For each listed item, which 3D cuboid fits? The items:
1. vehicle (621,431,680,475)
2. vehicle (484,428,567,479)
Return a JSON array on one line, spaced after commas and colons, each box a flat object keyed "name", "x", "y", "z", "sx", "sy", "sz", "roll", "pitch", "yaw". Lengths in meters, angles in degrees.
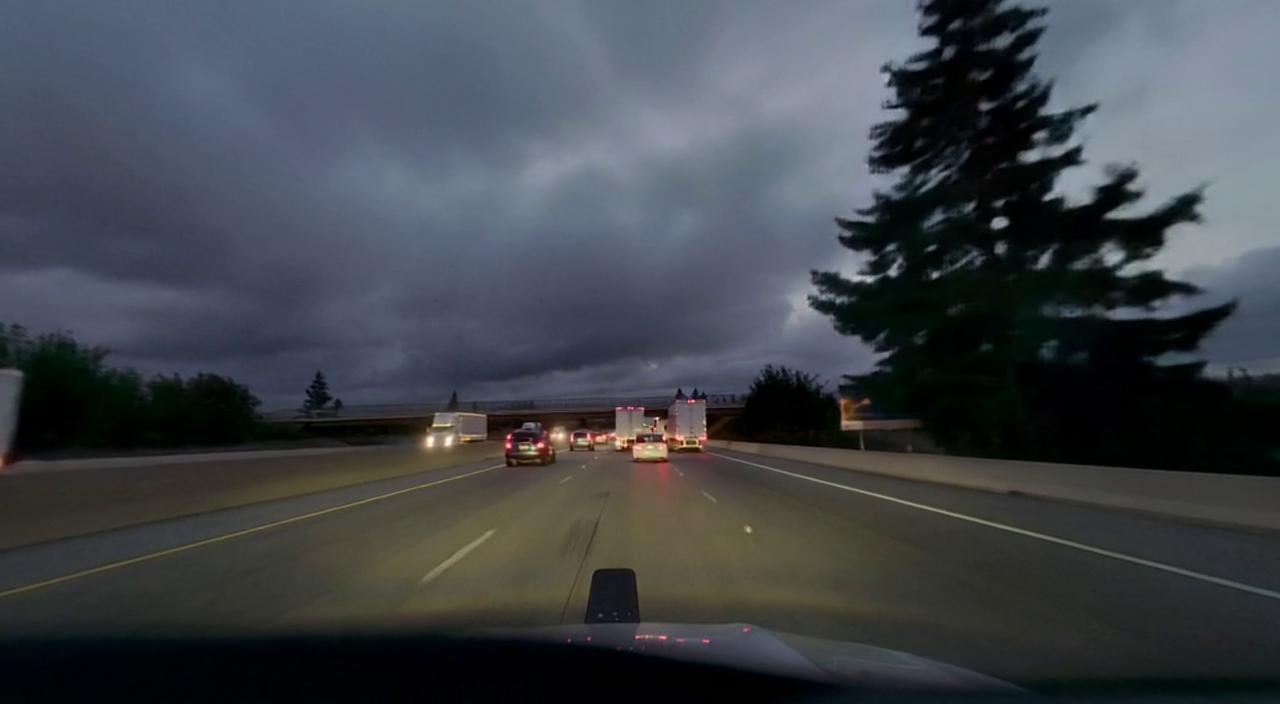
[{"name": "vehicle", "x": 0.322, "y": 3.751, "z": 23.729, "sx": 2.059, "sy": 1.522, "sz": 3.693, "roll": 0, "pitch": -8, "yaw": -1}, {"name": "vehicle", "x": -3.761, "y": 3.405, "z": 21.578, "sx": 1.979, "sy": 1.527, "sz": 4.754, "roll": 0, "pitch": -8, "yaw": 0}]
